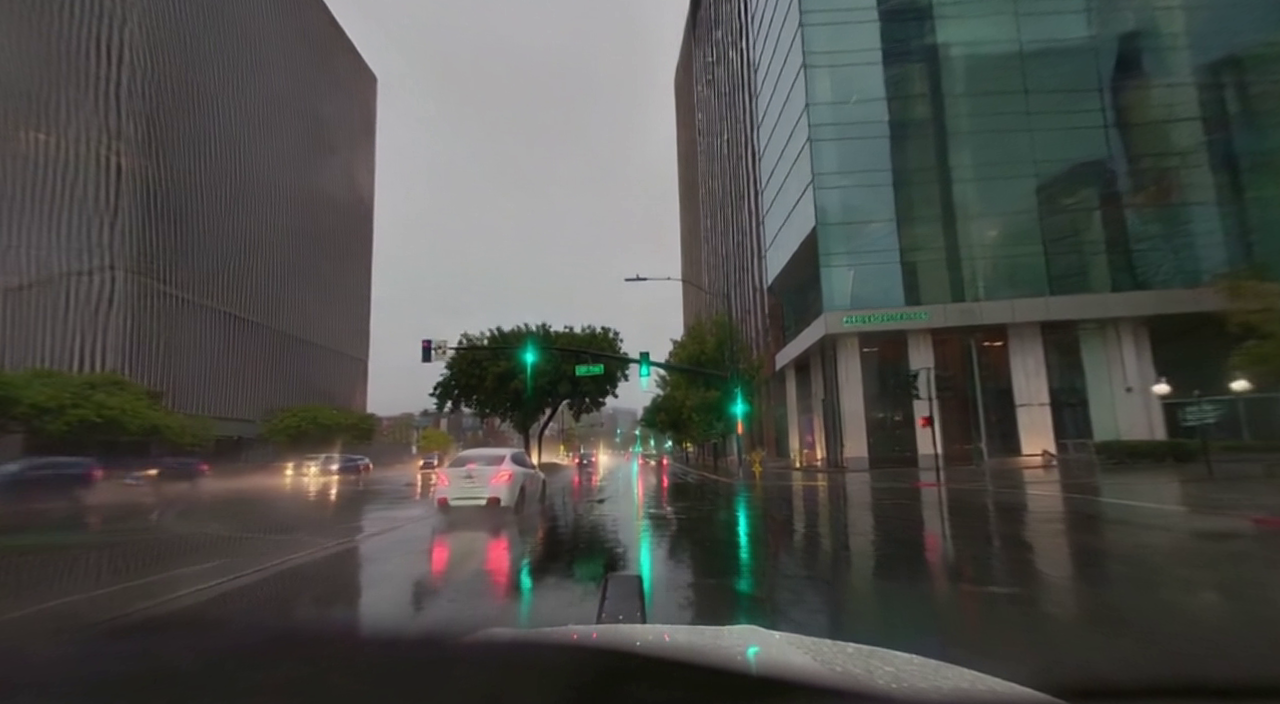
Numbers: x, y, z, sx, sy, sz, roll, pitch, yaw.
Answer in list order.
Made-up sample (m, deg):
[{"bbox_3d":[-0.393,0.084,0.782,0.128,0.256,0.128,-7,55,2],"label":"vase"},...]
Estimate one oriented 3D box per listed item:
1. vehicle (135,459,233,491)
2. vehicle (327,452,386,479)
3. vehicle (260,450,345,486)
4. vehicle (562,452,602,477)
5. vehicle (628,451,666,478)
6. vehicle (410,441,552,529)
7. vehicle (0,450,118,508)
[{"bbox_3d":[-23.534,6.336,32.831,1.845,1.503,4.350,0,-9,-1],"label":"vehicle"},{"bbox_3d":[-20.322,8.135,45.527,2.011,1.768,4.661,0,-9,0],"label":"vehicle"},{"bbox_3d":[-17.245,5.937,32.582,1.926,1.711,4.516,0,-9,-1],"label":"vehicle"},{"bbox_3d":[-3.610,7.118,40.251,2.088,1.430,4.482,0,-9,0],"label":"vehicle"},{"bbox_3d":[0.382,6.575,37.140,2.102,1.482,4.125,0,-9,0],"label":"vehicle"},{"bbox_3d":[-3.143,2.712,13.352,1.983,1.545,3.773,0,-9,0],"label":"vehicle"},{"bbox_3d":[-20.100,4.110,20.869,1.931,1.722,4.419,1,-9,-1],"label":"vehicle"}]
